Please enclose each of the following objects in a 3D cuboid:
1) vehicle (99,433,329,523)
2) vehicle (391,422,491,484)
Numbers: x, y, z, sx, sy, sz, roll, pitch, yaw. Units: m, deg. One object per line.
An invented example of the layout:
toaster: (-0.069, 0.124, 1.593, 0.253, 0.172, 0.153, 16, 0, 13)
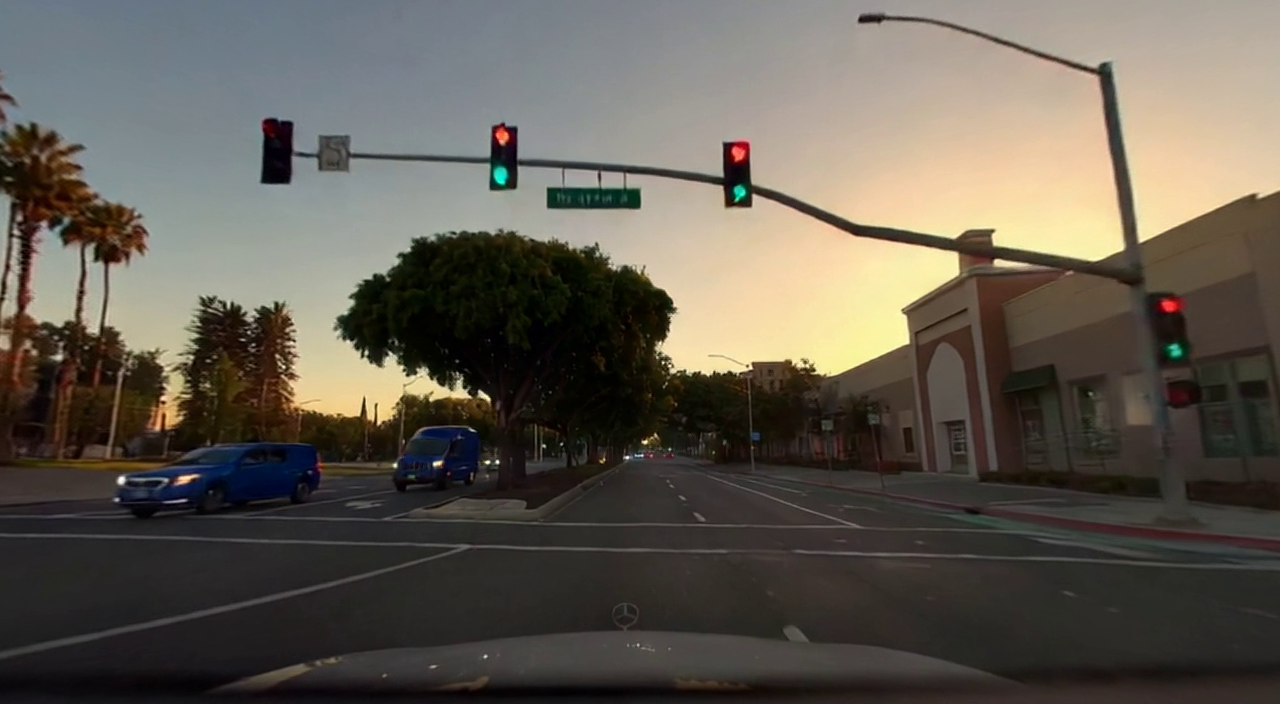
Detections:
vehicle: (-9.219, 2.732, 14.290, 2.074, 1.681, 4.417, 0, -9, 1)
vehicle: (-9.635, 5.003, 31.550, 2.509, 2.712, 7.034, 0, -9, 2)
